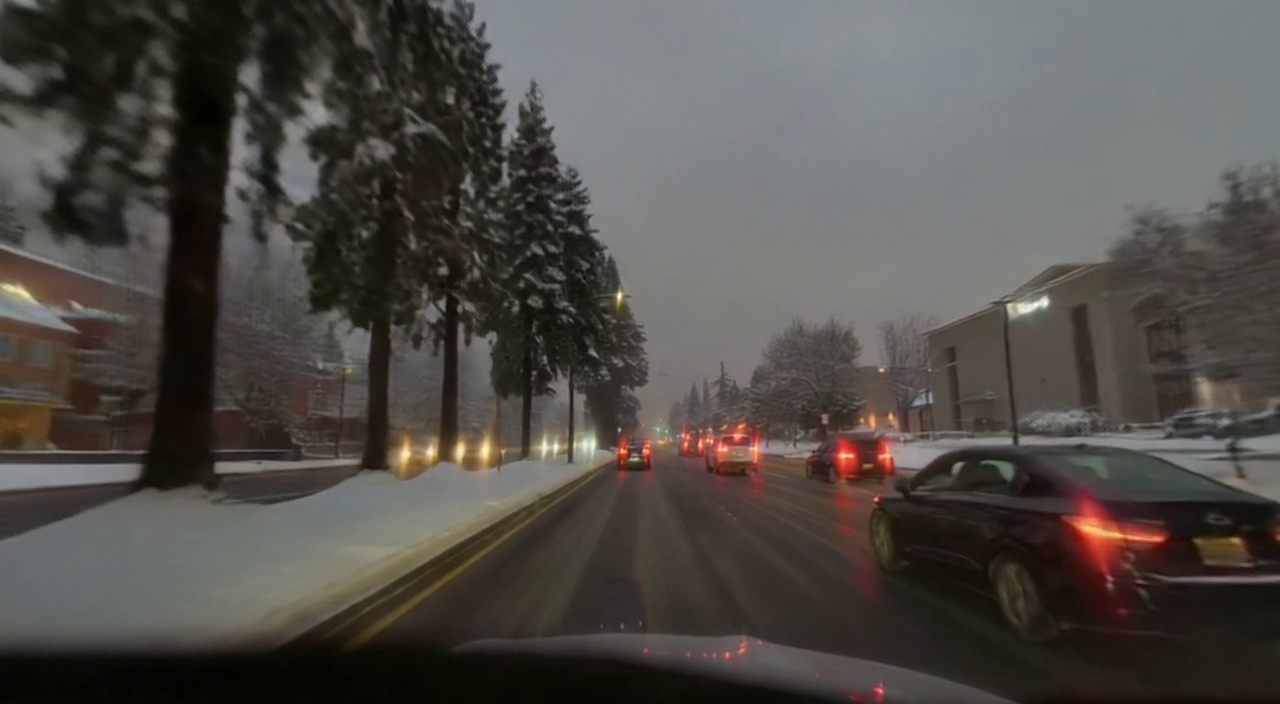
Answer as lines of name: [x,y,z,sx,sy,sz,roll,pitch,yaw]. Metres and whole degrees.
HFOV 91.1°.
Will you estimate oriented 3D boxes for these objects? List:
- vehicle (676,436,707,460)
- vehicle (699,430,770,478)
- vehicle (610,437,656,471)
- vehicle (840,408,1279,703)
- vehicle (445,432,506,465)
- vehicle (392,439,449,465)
vehicle: [3.893,7.357,48.019,1.982,1.709,4.427,0,-9,-1]
vehicle: [3.674,4.064,25.201,2.130,1.718,4.310,0,-9,0]
vehicle: [-0.307,4.954,30.625,2.111,1.506,4.018,0,-9,0]
vehicle: [3.413,1.351,5.220,2.010,1.490,4.639,0,-9,1]
vehicle: [-8.169,4.851,31.596,1.939,1.574,3.820,0,-9,1]
vehicle: [-15.218,6.961,43.862,2.054,1.669,5.220,0,-9,0]
